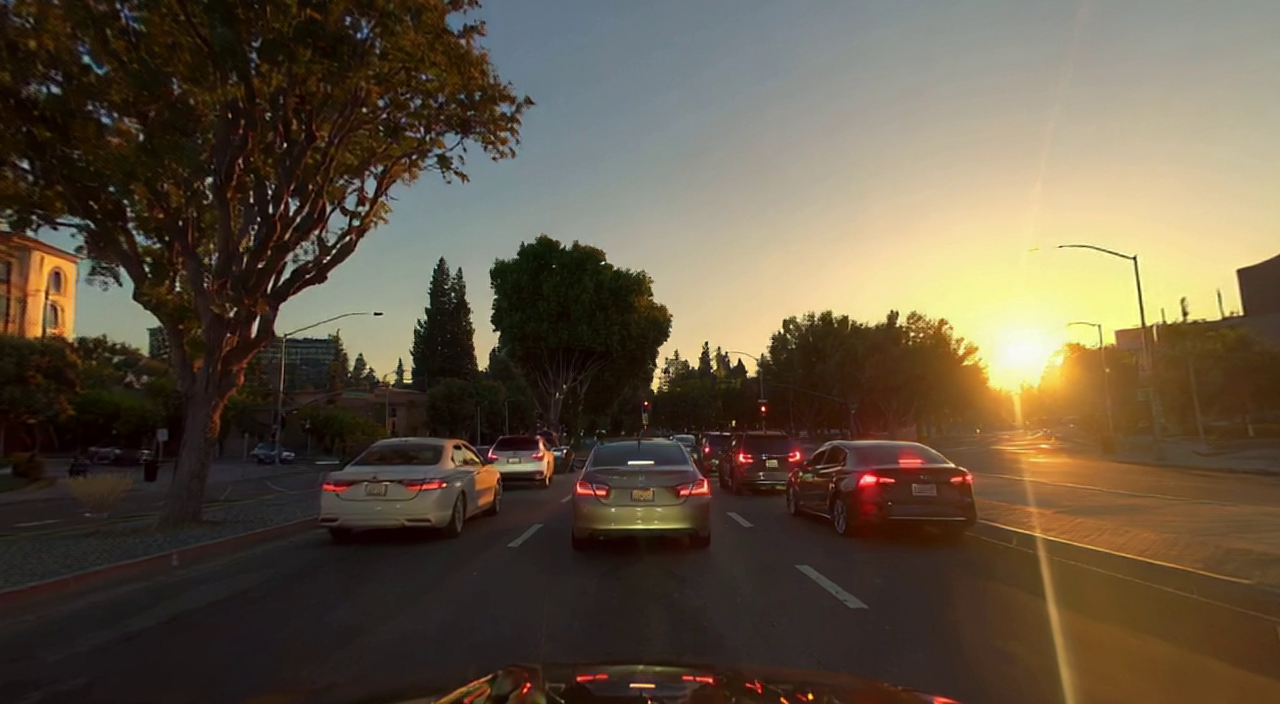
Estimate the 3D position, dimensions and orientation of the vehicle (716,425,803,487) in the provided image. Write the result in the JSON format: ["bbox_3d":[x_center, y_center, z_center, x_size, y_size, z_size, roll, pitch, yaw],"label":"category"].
[{"bbox_3d":[4.178,3.753,23.085,2.142,1.957,5.443,0,-8,0],"label":"vehicle"}]

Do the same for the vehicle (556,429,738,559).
[{"bbox_3d":[0.052,1.930,9.291,2.101,1.480,3.929,0,-8,-1],"label":"vehicle"}]

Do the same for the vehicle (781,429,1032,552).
[{"bbox_3d":[3.785,2.032,10.035,1.990,1.486,4.431,0,-8,-1],"label":"vehicle"}]

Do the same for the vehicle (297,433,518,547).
[{"bbox_3d":[-3.449,2.112,10.354,2.002,1.465,4.098,0,-8,1],"label":"vehicle"}]
